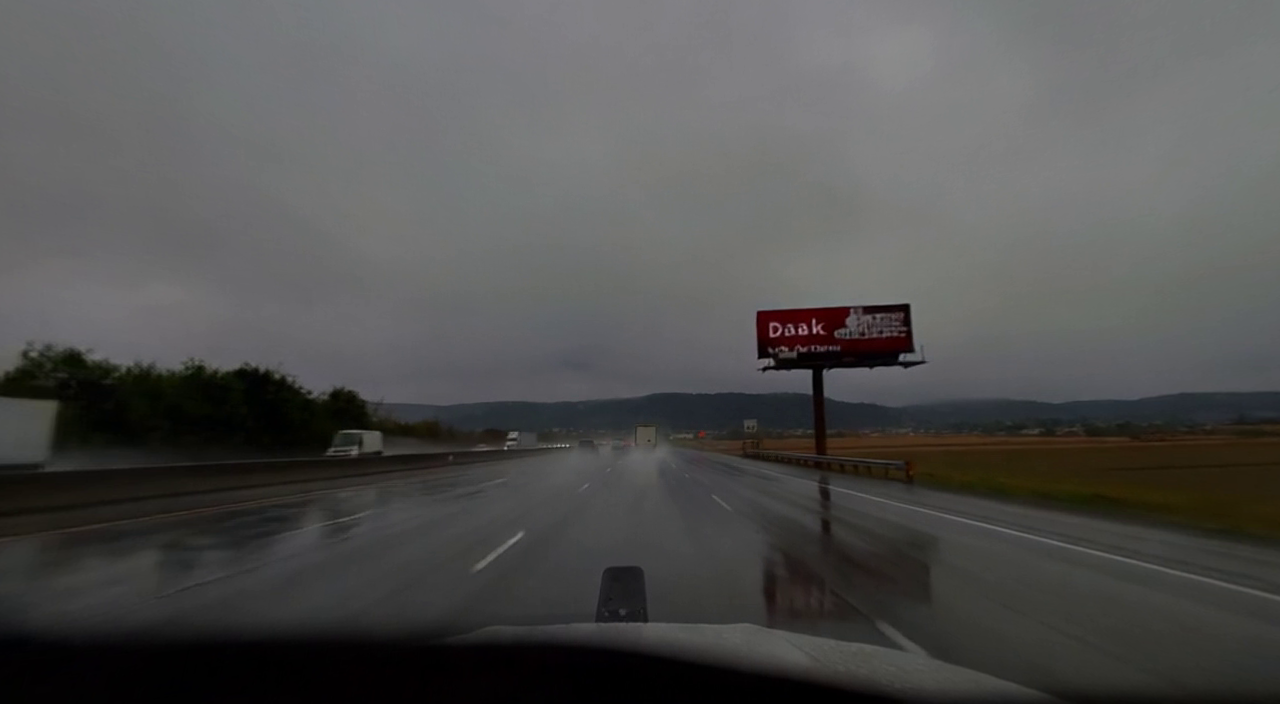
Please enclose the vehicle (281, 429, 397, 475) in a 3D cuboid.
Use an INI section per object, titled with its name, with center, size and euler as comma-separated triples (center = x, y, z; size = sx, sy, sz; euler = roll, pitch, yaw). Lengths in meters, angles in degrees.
[vehicle]
center = -20.702, 6.957, 44.448
size = 2.885, 2.821, 10.731
euler = 0, -8, 0
